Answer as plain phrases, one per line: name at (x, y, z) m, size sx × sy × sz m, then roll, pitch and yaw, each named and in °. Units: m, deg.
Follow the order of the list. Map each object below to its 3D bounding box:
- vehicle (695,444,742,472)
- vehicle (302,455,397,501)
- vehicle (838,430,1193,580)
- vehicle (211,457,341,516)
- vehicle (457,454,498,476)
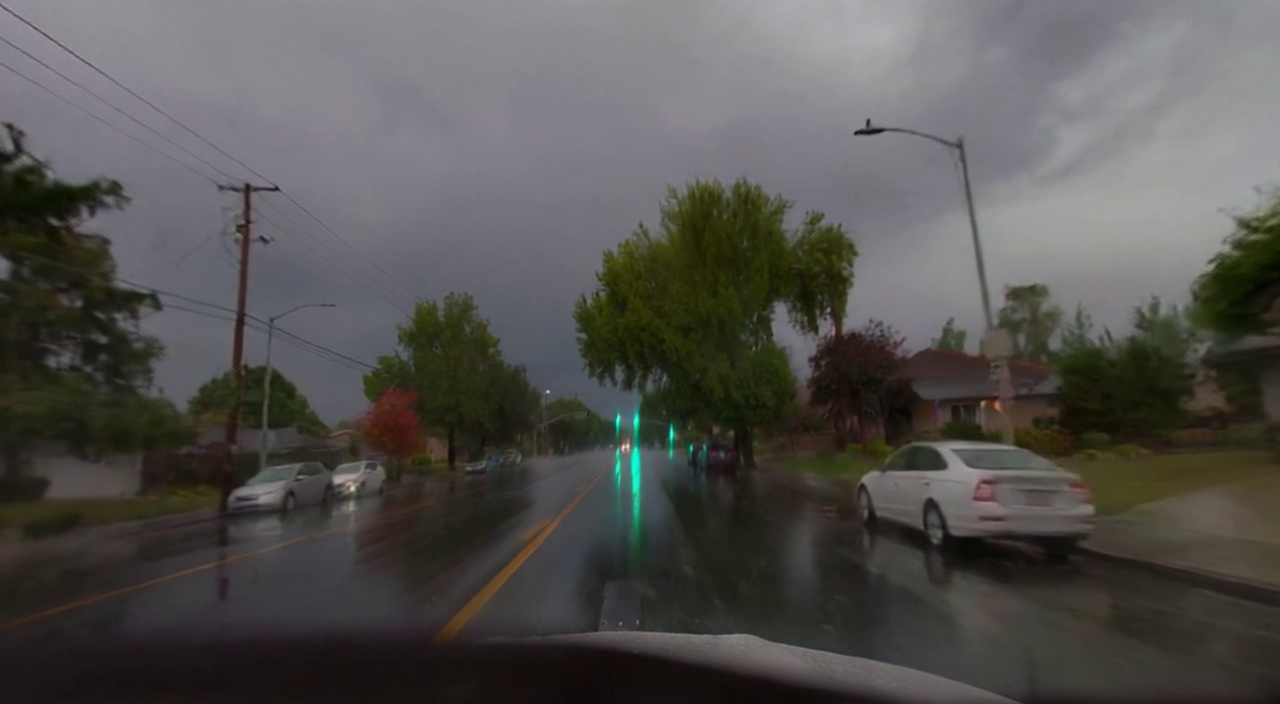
vehicle at (4.379, 6.015, 36.098) m, size 2.010 × 1.461 × 4.247 m, roll 1°, pitch -9°, yaw -2°
vehicle at (-11.724, 5.089, 25.847) m, size 2.008 × 1.643 × 4.130 m, roll 0°, pitch -9°, yaw -2°
vehicle at (4.519, 1.904, 8.745) m, size 1.887 × 1.480 × 4.731 m, roll 1°, pitch -9°, yaw -2°
vehicle at (-11.567, 4.268, 20.474) m, size 1.845 × 1.626 × 4.105 m, roll 0°, pitch -9°, yaw -2°
vehicle at (-11.855, 8.262, 46.295) m, size 1.867 × 1.471 × 4.139 m, roll 0°, pitch -9°, yaw 0°
